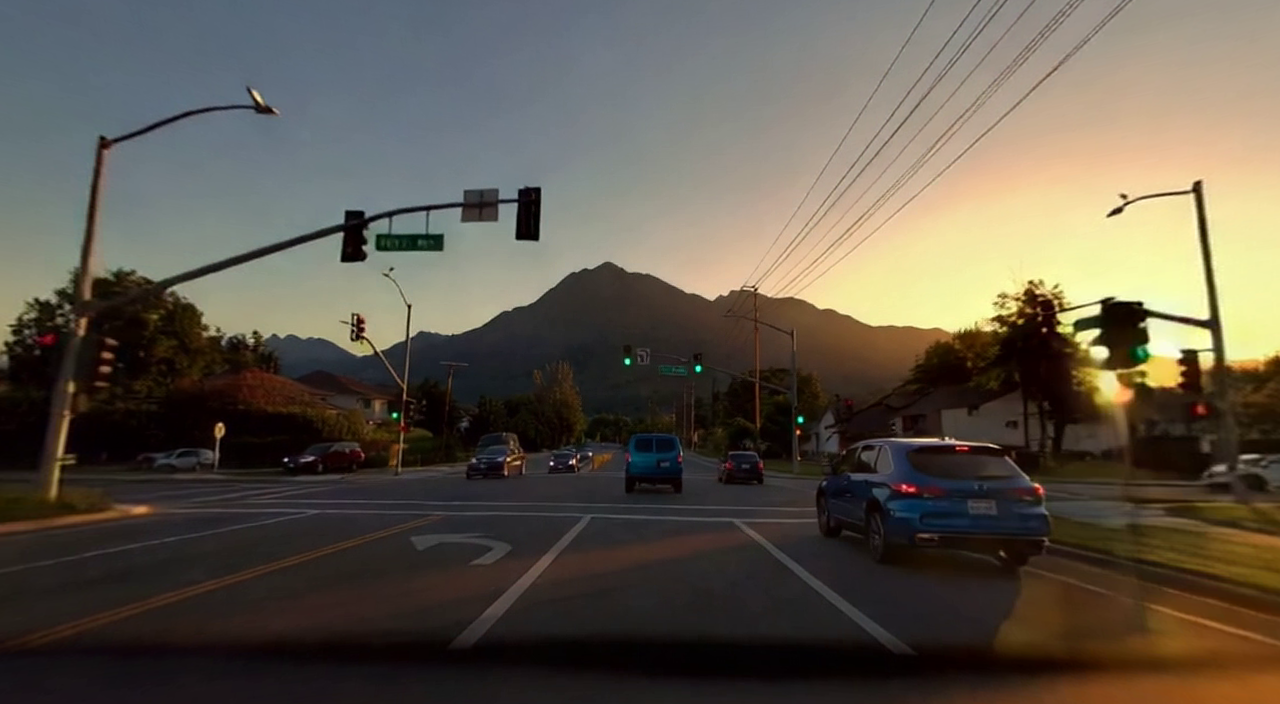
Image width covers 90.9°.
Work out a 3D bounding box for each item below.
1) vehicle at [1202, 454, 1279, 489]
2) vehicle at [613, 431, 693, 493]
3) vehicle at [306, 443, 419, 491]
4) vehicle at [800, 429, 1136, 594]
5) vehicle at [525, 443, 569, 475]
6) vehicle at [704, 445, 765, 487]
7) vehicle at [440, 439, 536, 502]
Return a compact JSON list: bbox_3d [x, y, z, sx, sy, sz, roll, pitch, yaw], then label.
[{"bbox_3d":[29.145,5.453,28.935,4.649,1.481,2.019,0,-9,1],"label":"vehicle"},{"bbox_3d":[0.445,4.011,23.420,2.636,2.011,5.130,0,-8,0],"label":"vehicle"},{"bbox_3d":[-11.860,4.848,26.931,4.530,1.864,1.999,-5,-10,29],"label":"vehicle"},{"bbox_3d":[3.951,1.980,8.842,2.155,1.658,4.721,0,-8,0],"label":"vehicle"},{"bbox_3d":[-5.568,6.426,38.073,1.983,1.801,4.391,0,-8,0],"label":"vehicle"},{"bbox_3d":[3.901,4.776,26.794,1.957,1.646,4.355,0,-8,0],"label":"vehicle"},{"bbox_3d":[-4.960,3.676,20.082,2.059,1.749,4.458,4,-9,-25],"label":"vehicle"}]
